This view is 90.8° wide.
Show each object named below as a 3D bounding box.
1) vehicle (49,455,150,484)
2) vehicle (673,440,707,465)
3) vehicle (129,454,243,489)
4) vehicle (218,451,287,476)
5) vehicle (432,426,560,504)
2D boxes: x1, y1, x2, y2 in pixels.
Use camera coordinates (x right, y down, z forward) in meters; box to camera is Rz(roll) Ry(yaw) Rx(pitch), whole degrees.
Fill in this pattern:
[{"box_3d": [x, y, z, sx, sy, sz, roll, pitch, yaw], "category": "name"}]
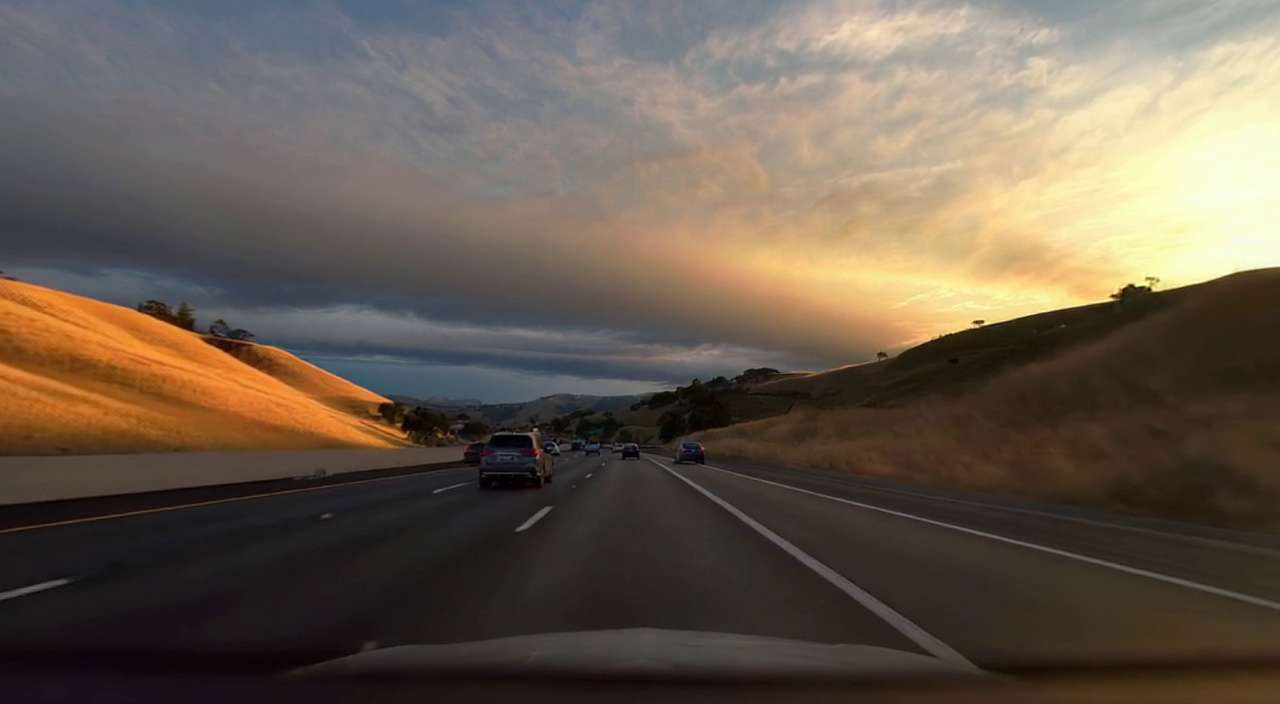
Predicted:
[{"box_3d": [-30.342, 6.570, 35.654, 1.904, 1.463, 4.422, 0, -8, -2], "category": "vehicle"}, {"box_3d": [3.787, 7.773, 49.028, 2.164, 1.788, 4.500, 0, -8, -1], "category": "vehicle"}, {"box_3d": [-21.771, 5.712, 30.602, 2.019, 1.496, 4.681, 0, -8, 1], "category": "vehicle"}, {"box_3d": [-25.507, 7.339, 41.796, 1.761, 1.453, 4.415, 0, -8, 1], "category": "vehicle"}, {"box_3d": [-3.478, 2.846, 16.303, 2.166, 1.700, 4.661, 0, -8, 0], "category": "vehicle"}]
